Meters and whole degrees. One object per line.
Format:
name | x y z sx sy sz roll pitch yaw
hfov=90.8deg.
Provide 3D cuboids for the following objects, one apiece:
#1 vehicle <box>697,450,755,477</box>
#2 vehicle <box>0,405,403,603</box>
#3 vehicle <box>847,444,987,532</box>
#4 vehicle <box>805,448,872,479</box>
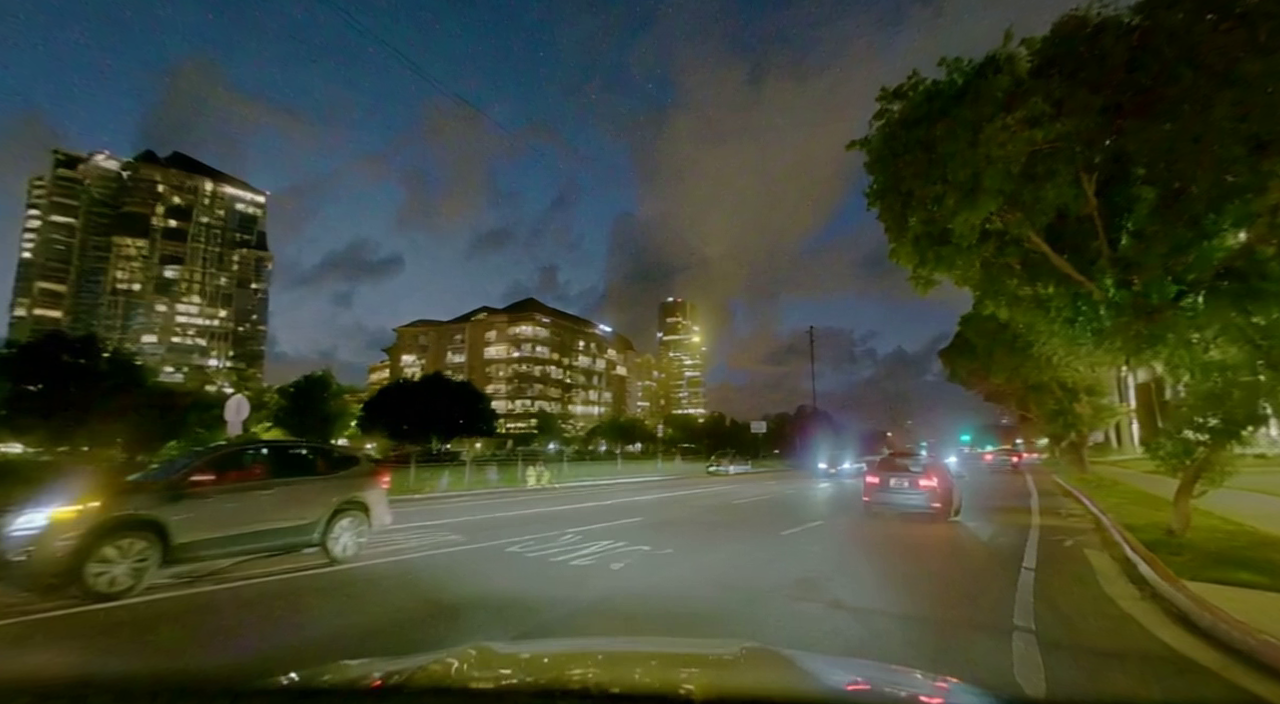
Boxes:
vehicle | 5.504 6.983 39.828 1.982 1.445 4.458 -9 -11 29
vehicle | -5.360 1.688 7.492 2.033 1.663 4.388 -8 -13 31
vehicle | 5.923 2.681 13.192 2.116 1.479 4.358 -5 -10 30
vehicle | 10.450 5.782 33.090 2.170 1.465 4.648 -5 -10 32
